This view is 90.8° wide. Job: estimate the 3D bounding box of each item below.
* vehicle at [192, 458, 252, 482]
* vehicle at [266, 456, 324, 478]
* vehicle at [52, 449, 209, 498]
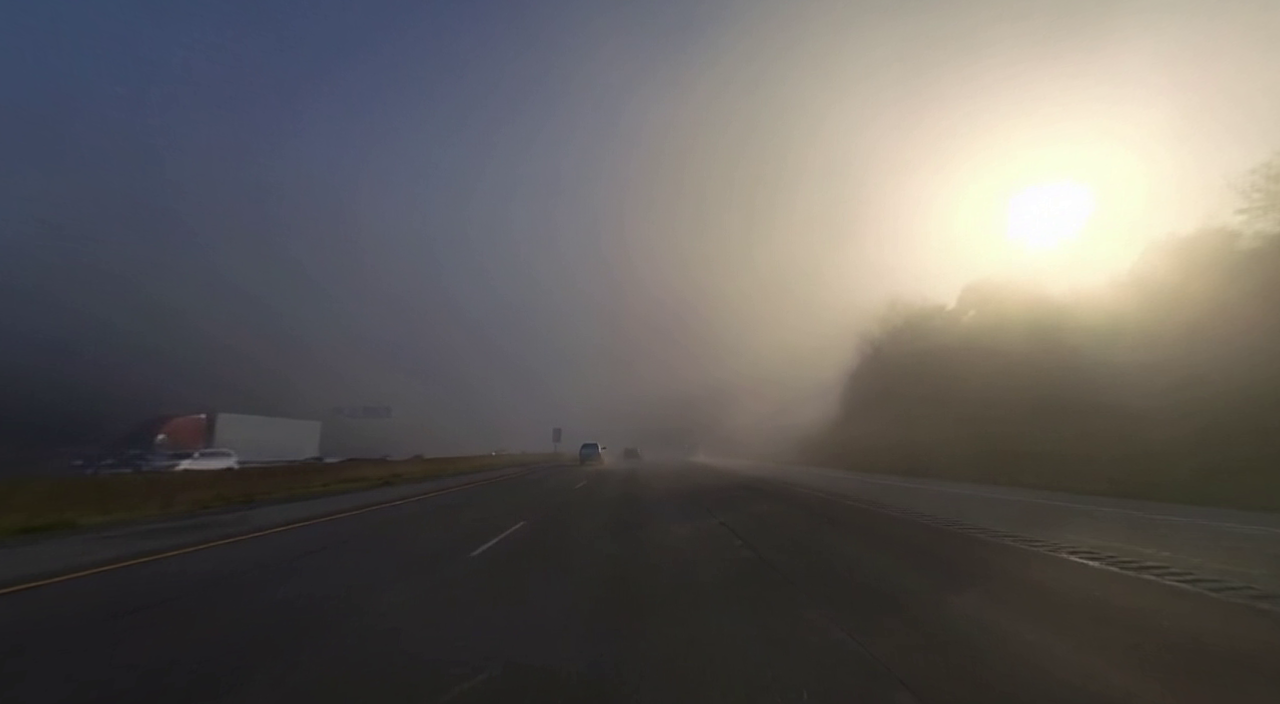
[{"bbox_3d":[-28.987,8.151,43.952,1.727,1.533,3.549,0,-9,0],"label":"vehicle"},{"bbox_3d":[-25.523,8.534,46.921,1.849,1.457,4.390,0,-9,0],"label":"vehicle"},{"bbox_3d":[-21.700,5.141,27.352,2.223,1.871,5.577,0,-9,-1],"label":"vehicle"}]
